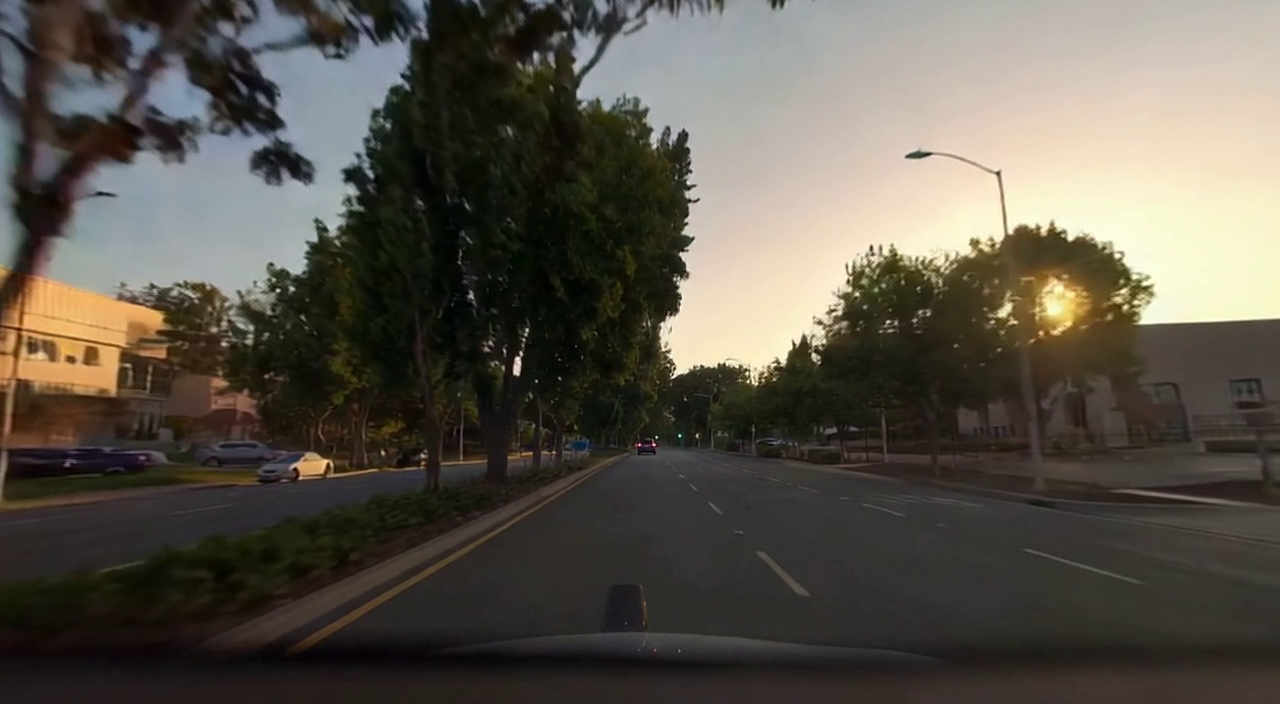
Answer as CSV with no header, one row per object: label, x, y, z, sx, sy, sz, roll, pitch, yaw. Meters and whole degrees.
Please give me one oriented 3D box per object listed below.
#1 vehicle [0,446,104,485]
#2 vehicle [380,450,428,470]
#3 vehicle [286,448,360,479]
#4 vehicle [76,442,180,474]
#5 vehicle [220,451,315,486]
vehicle,-26.442,4.886,27.334,4.460,1.578,2.024,0,-8,1
vehicle,-18.497,8.469,49.563,1.916,1.454,4.628,0,-8,1
vehicle,-18.882,6.632,37.867,1.939,1.698,4.778,0,-8,0
vehicle,-27.390,5.677,33.823,3.882,1.599,1.725,1,-9,-4
vehicle,-18.762,5.854,32.056,1.964,1.618,4.622,0,-8,1
